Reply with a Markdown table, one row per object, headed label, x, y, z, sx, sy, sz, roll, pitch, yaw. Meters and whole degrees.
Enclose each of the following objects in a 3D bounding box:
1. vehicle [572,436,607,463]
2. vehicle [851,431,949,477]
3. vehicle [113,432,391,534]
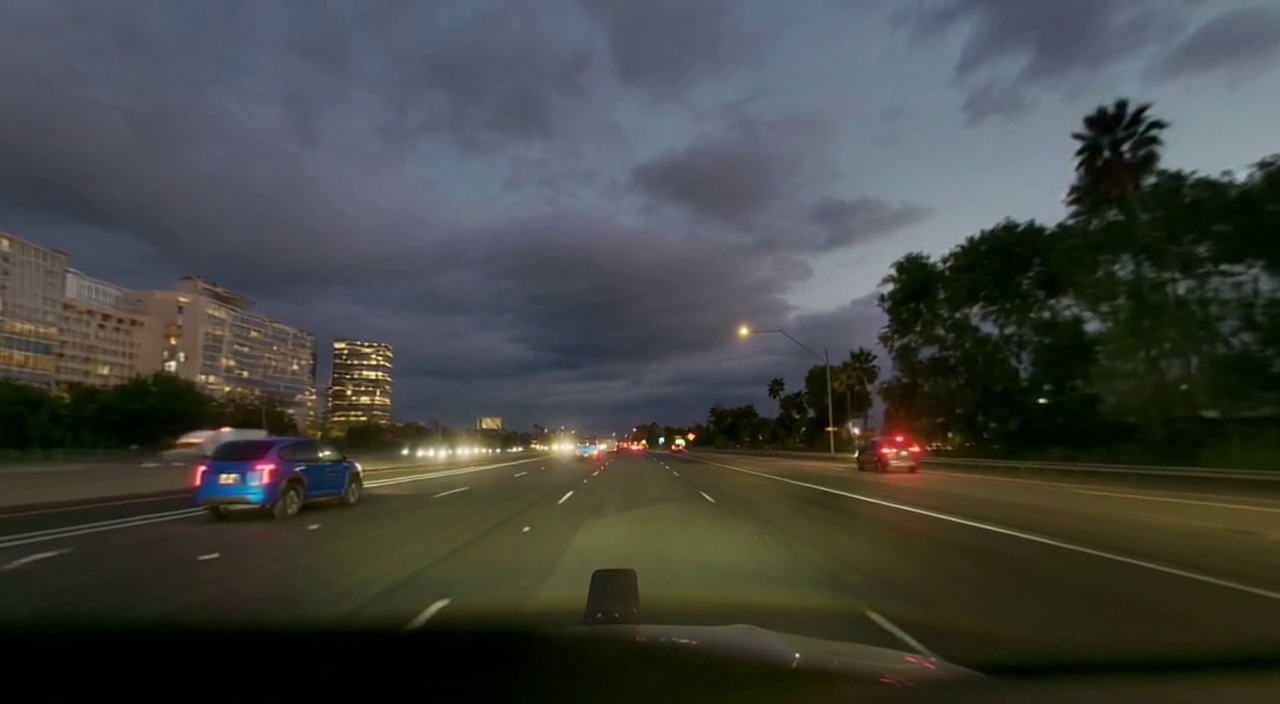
| label | x | y | z | sx | sy | sz | roll | pitch | yaw |
| --- | --- | --- | --- | --- | --- | --- | --- | --- | --- |
| vehicle | -3.752 | 7.353 | 47.703 | 2.225 | 1.967 | 4.673 | 0 | -9 | 0 |
| vehicle | 11.090 | 4.402 | 27.338 | 2.168 | 1.792 | 4.457 | 0 | -9 | -2 |
| vehicle | -6.675 | 2.304 | 11.786 | 2.018 | 1.480 | 4.999 | 0 | -9 | 0 |
